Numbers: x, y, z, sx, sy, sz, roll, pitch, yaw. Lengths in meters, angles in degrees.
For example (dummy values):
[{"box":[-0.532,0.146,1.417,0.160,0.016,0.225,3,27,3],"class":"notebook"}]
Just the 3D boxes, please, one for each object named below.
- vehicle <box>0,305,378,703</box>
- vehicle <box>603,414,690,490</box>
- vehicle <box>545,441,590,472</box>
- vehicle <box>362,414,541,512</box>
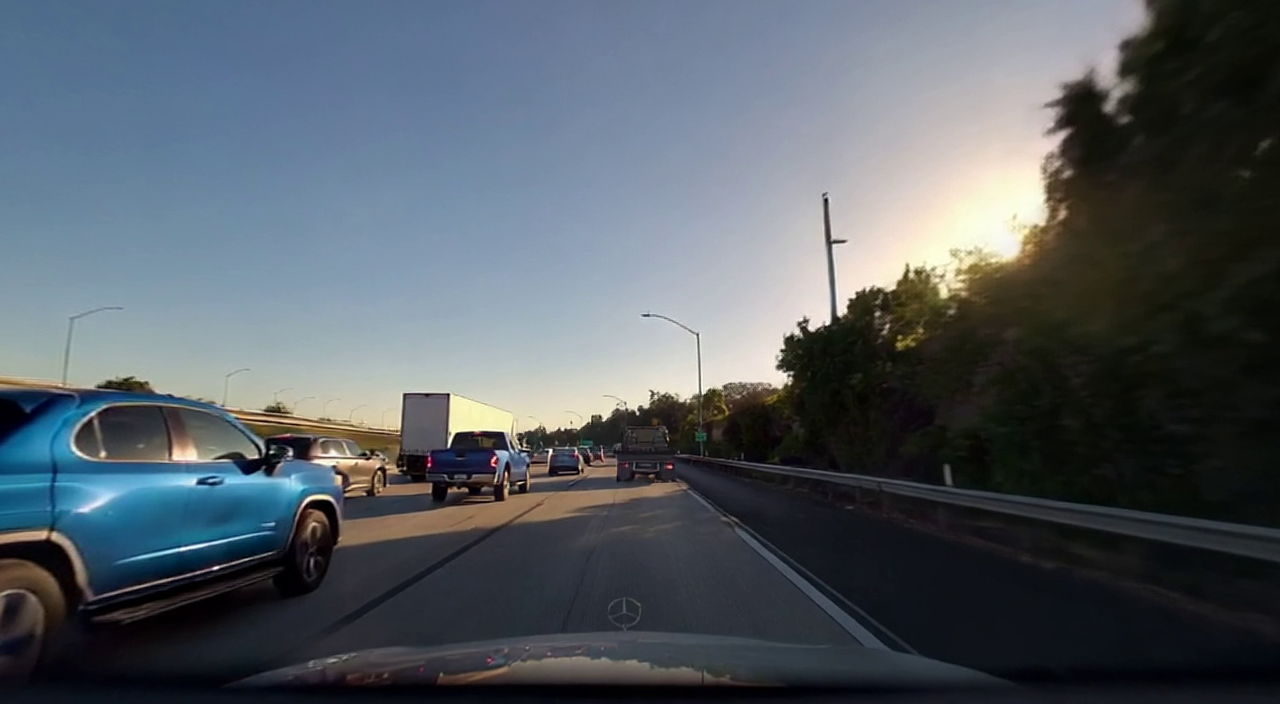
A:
[{"box":[-3.548,0.866,3.080,2.303,1.835,5.044,0,-9,1],"class":"vehicle"},{"box":[0.098,3.904,24.816,2.886,2.471,7.692,0,-9,-2],"class":"vehicle"},{"box":[-4.687,6.862,41.576,2.329,1.859,4.823,0,-9,0],"class":"vehicle"},{"box":[-4.251,2.684,15.676,2.575,1.958,5.730,-1,-9,1],"class":"vehicle"}]
